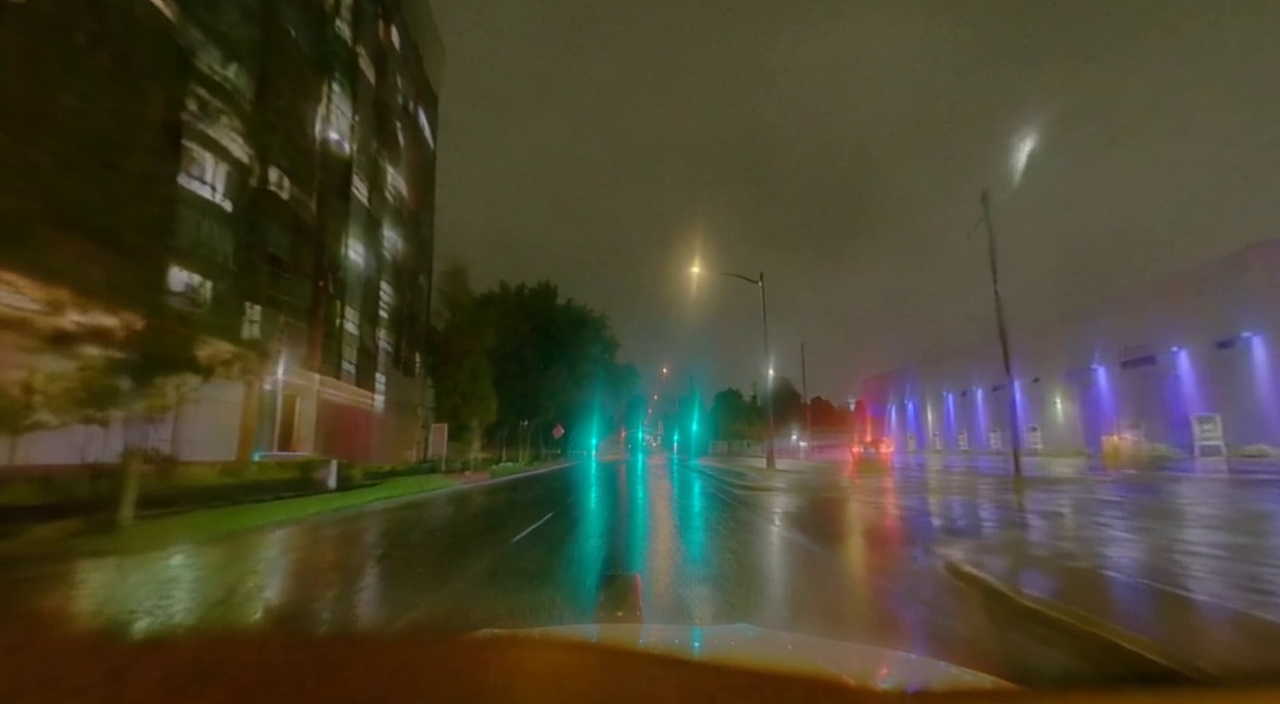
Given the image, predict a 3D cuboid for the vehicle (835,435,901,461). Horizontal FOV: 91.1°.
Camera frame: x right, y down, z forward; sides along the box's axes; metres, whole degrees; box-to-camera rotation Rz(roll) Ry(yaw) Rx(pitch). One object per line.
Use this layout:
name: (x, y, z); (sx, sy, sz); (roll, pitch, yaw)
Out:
vehicle: (15.043, 6.338, 41.603); (3.627, 1.567, 1.774); (-2, -8, 2)
